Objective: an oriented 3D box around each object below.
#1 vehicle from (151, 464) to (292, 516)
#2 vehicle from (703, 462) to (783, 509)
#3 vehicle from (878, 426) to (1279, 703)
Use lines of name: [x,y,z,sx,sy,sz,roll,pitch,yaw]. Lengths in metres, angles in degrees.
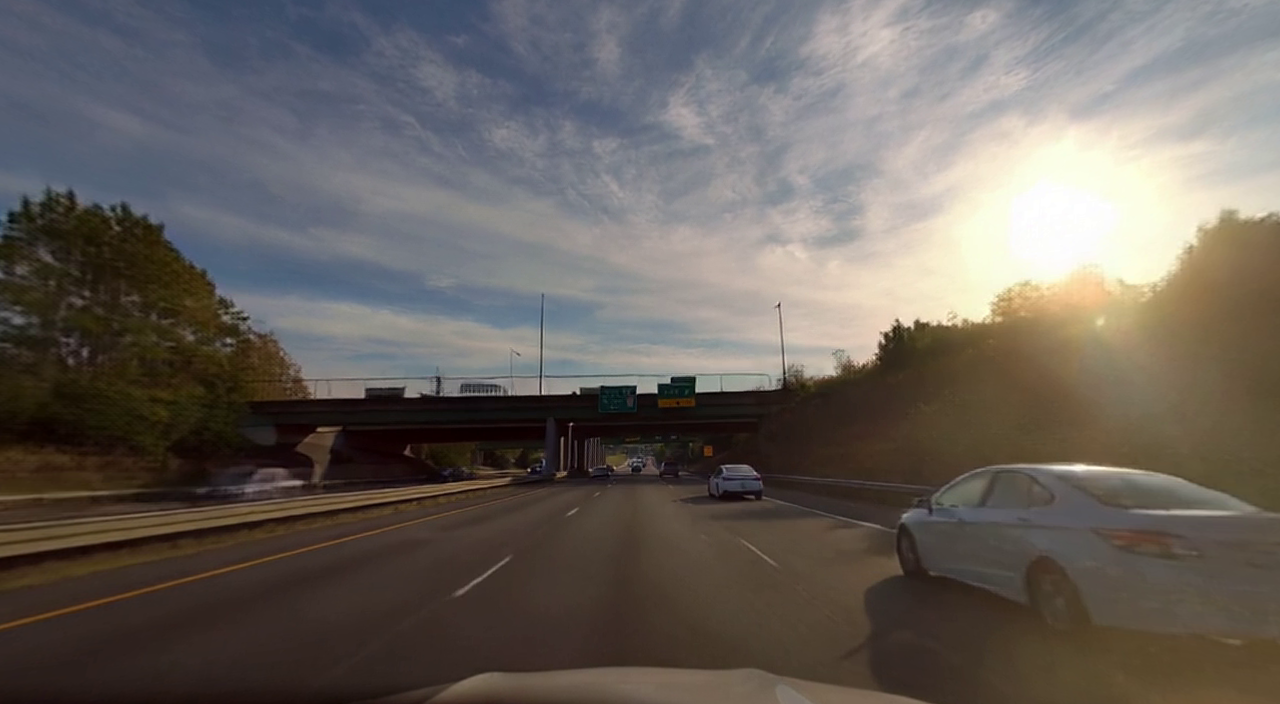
vehicle: [-12.996,4.281,19.858,1.893,1.440,3.550,0,-10,1]
vehicle: [3.600,4.802,22.934,2.051,1.472,4.547,1,-10,-1]
vehicle: [4.070,1.615,5.572,2.010,1.579,4.679,1,-10,-1]
